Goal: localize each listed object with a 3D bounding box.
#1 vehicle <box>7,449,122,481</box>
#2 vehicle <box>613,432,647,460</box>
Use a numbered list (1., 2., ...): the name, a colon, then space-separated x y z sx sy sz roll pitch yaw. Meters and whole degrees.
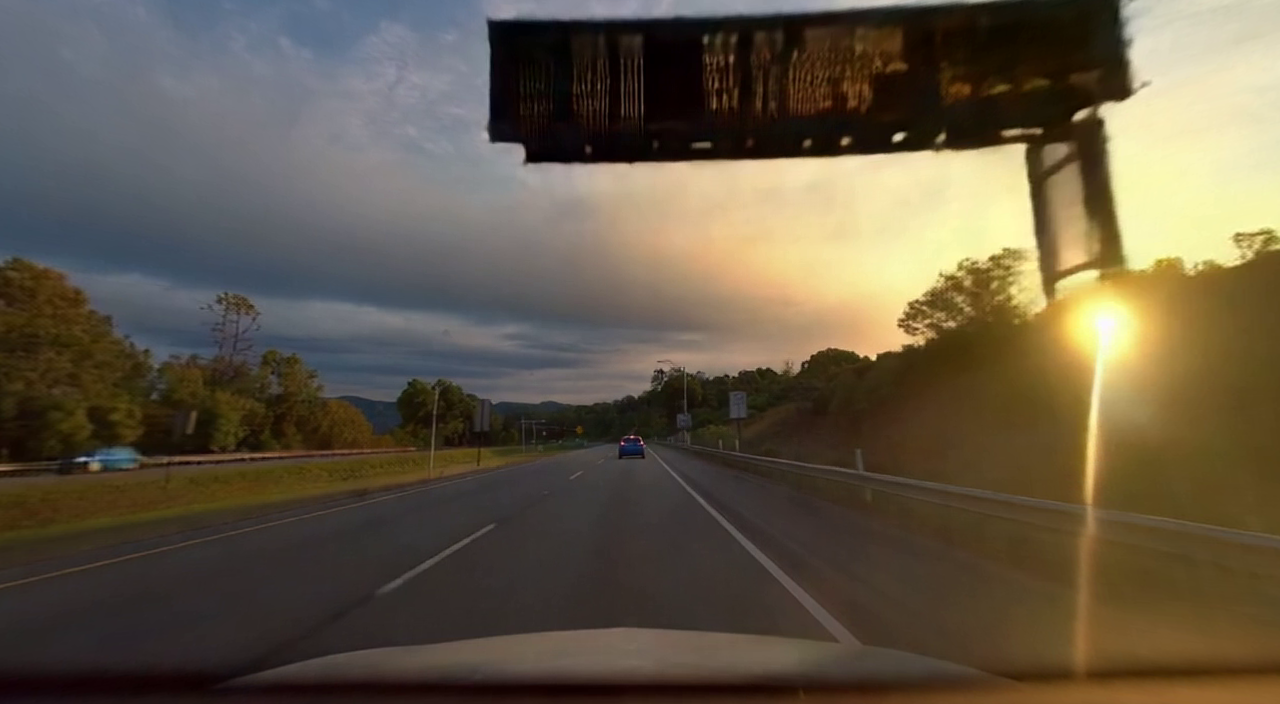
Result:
1. vehicle: -30.153 5.906 33.195 1.799 1.450 4.560 0 -8 -1
2. vehicle: -0.650 6.317 42.454 2.180 1.717 4.139 0 -8 -1
